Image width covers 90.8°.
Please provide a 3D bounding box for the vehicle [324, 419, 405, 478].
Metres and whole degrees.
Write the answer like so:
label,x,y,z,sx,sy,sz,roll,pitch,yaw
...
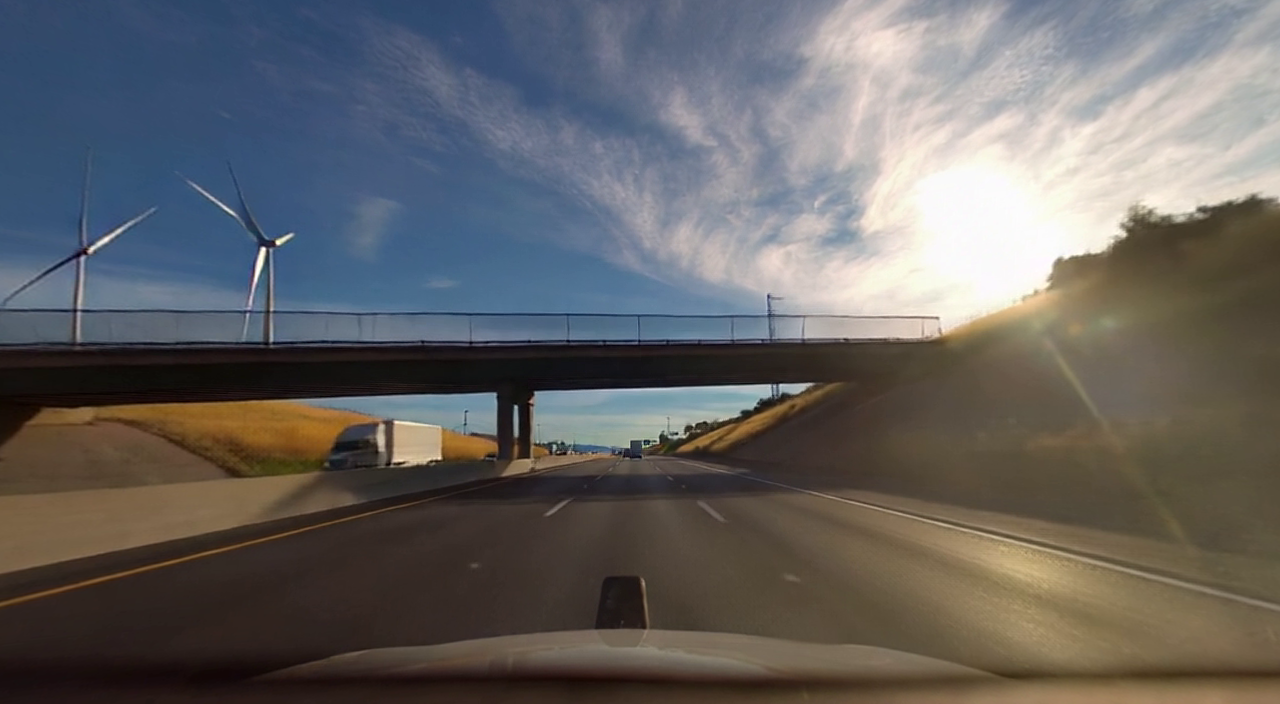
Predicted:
label,x,y,z,sx,sy,sz,roll,pitch,yaw
vehicle,-19.487,6.881,45.071,2.977,3.872,6.035,0,-9,-1
